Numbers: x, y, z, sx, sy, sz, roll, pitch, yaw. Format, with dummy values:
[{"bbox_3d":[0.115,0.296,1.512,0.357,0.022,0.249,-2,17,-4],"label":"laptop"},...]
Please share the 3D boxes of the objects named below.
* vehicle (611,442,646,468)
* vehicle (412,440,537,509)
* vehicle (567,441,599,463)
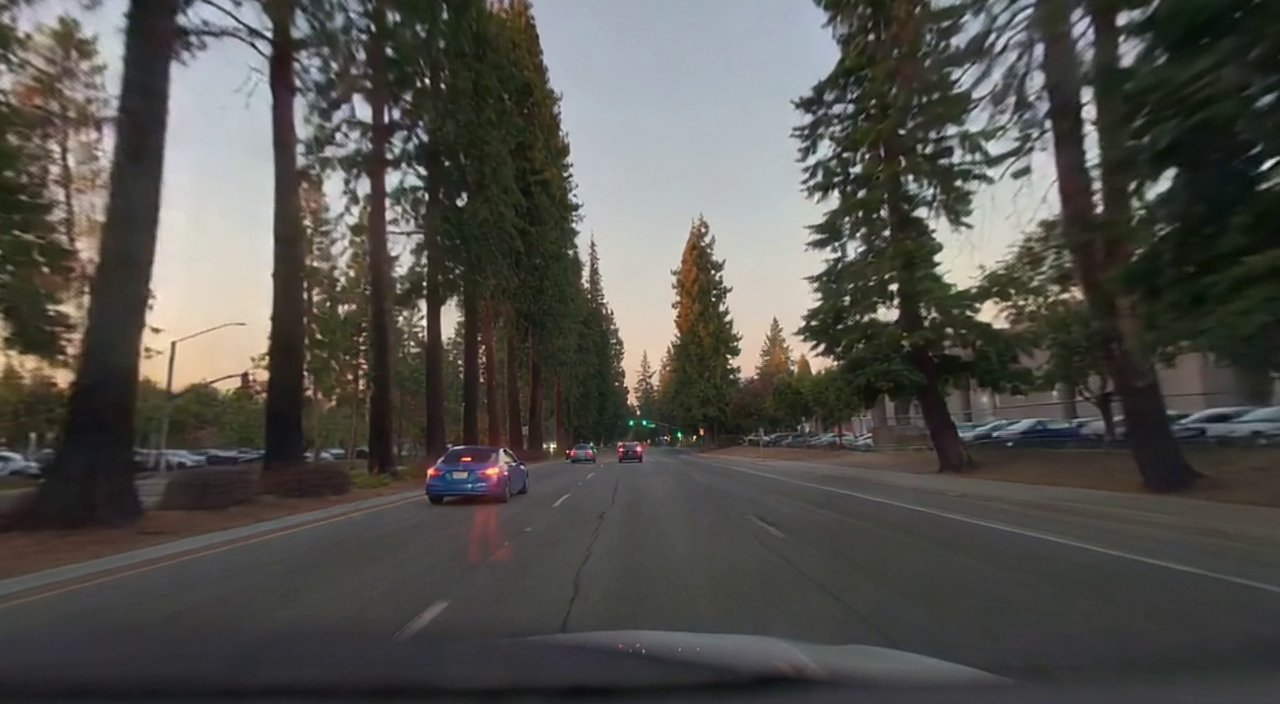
[{"bbox_3d":[-0.684,6.227,38.344,1.991,1.431,4.199,0,-8,-1],"label":"vehicle"},{"bbox_3d":[-3.808,2.884,15.410,1.905,1.418,4.396,0,-8,-1],"label":"vehicle"},{"bbox_3d":[-4.241,7.521,47.556,2.103,1.592,4.160,0,-8,-1],"label":"vehicle"}]
